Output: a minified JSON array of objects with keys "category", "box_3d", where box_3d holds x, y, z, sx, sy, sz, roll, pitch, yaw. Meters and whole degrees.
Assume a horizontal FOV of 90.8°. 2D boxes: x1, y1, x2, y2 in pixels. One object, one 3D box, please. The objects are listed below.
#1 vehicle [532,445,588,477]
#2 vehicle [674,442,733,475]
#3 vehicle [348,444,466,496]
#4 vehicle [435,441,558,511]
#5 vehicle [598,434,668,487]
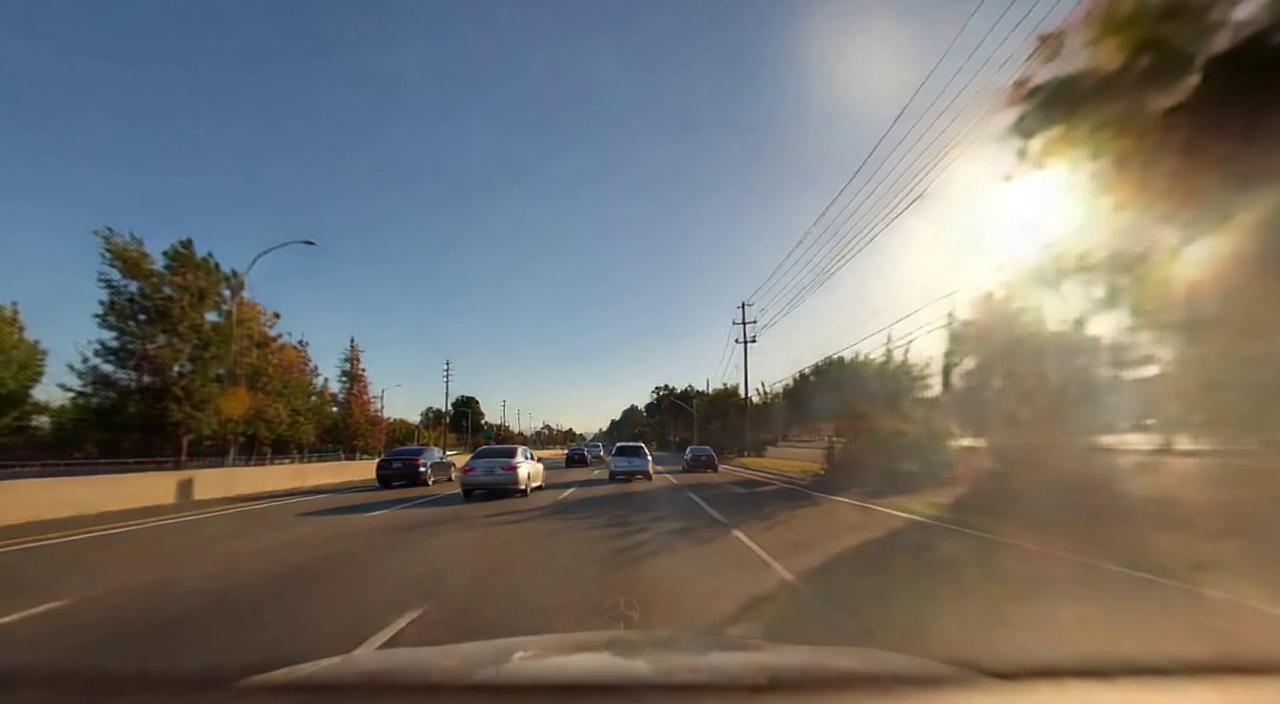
[{"category":"vehicle","box_3d":[-3.852,5.305,31.176,2.203,1.425,4.610,0,-8,0]},{"category":"vehicle","box_3d":[2.965,5.055,30.356,2.197,1.464,4.356,0,-8,-2]},{"category":"vehicle","box_3d":[-7.185,3.659,20.098,1.959,1.435,4.719,0,-8,0]},{"category":"vehicle","box_3d":[-3.305,2.937,15.534,1.958,1.447,4.454,0,-8,0]},{"category":"vehicle","box_3d":[-0.256,3.876,22.906,2.284,1.699,4.168,0,-8,-1]}]
